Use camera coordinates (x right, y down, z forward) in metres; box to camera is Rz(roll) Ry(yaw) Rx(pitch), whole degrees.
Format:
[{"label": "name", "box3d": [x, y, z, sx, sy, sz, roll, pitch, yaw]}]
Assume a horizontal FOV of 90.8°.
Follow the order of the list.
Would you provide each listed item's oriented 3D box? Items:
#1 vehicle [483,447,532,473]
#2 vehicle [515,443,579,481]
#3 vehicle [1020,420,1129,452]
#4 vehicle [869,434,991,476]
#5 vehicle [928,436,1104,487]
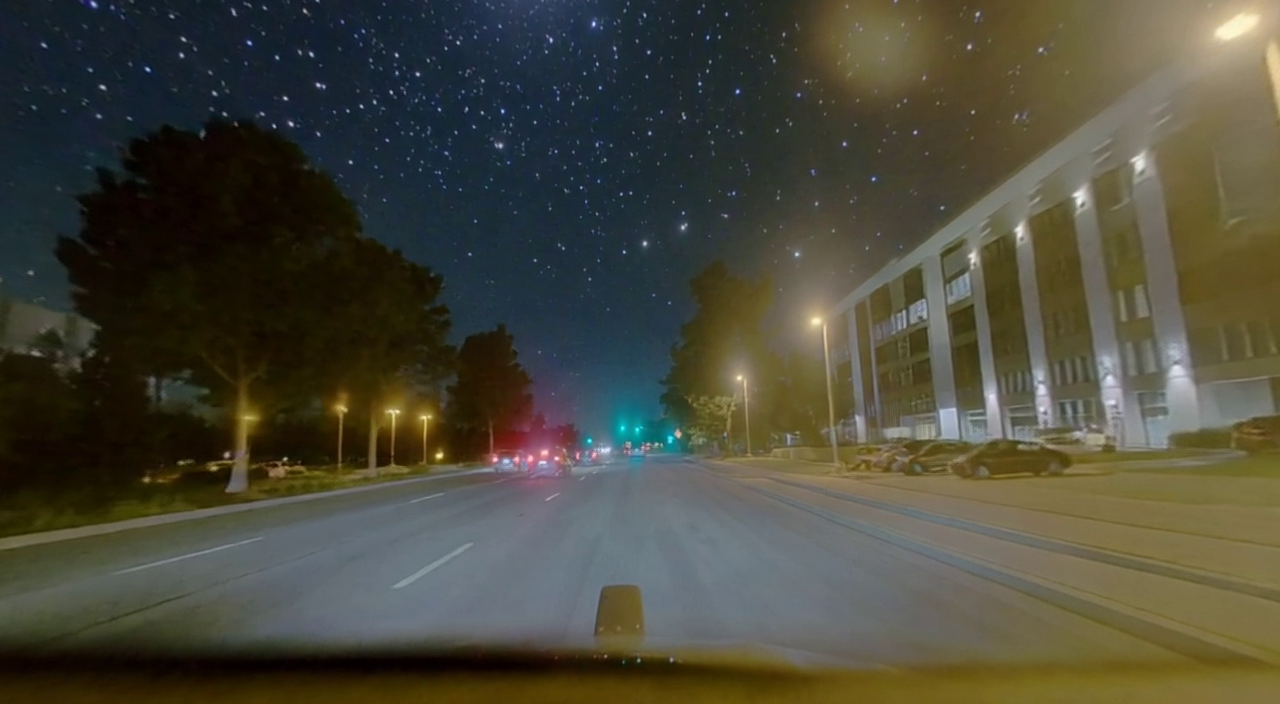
[{"label": "vehicle", "box3d": [-8.183, 6.702, 39.467, 1.976, 1.497, 4.709, 0, -9, 1]}, {"label": "vehicle", "box3d": [-3.949, 4.765, 27.640, 2.011, 1.483, 4.596, 0, -9, 1]}, {"label": "vehicle", "box3d": [25.527, 4.960, 37.213, 4.939, 1.818, 1.989, 0, -9, -1]}, {"label": "vehicle", "box3d": [12.712, 4.562, 27.915, 4.313, 1.596, 2.028, -2, -9, -2]}, {"label": "vehicle", "box3d": [13.044, 3.810, 22.166, 4.790, 1.439, 2.034, -3, -9, 1]}]
